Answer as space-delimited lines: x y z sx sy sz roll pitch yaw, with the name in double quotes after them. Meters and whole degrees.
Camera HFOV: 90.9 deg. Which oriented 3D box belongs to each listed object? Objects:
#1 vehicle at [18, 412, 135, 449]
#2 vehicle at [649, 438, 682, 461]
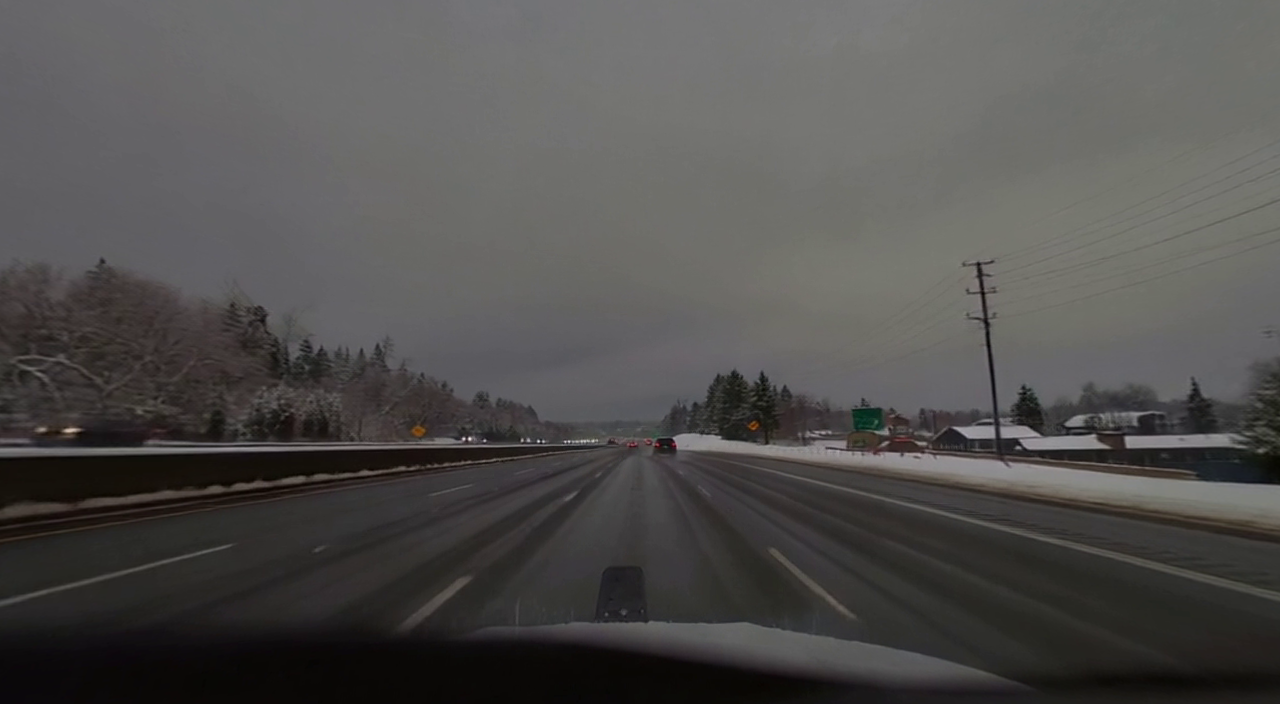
-26.500 3.748 29.874 1.796 1.563 3.964 3 -8 0 "vehicle"
1.706 6.702 43.619 2.036 1.486 4.375 0 -8 -1 "vehicle"
